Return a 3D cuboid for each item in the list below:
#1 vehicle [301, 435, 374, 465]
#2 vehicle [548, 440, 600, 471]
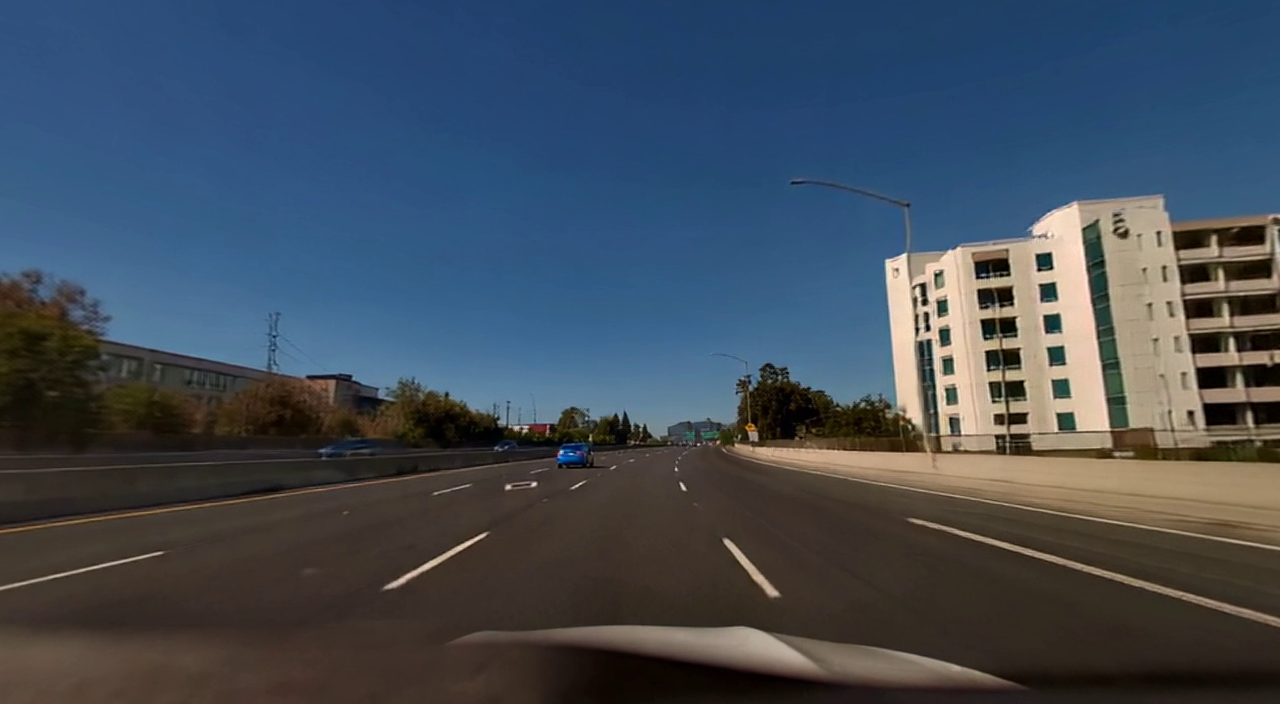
[{"bbox_3d":[-19.424,6.335,40.903,2.062,1.795,4.950,-1,-8,3],"label":"vehicle"},{"bbox_3d":[-3.491,5.578,34.318,2.087,1.566,4.756,-1,-8,3],"label":"vehicle"}]
